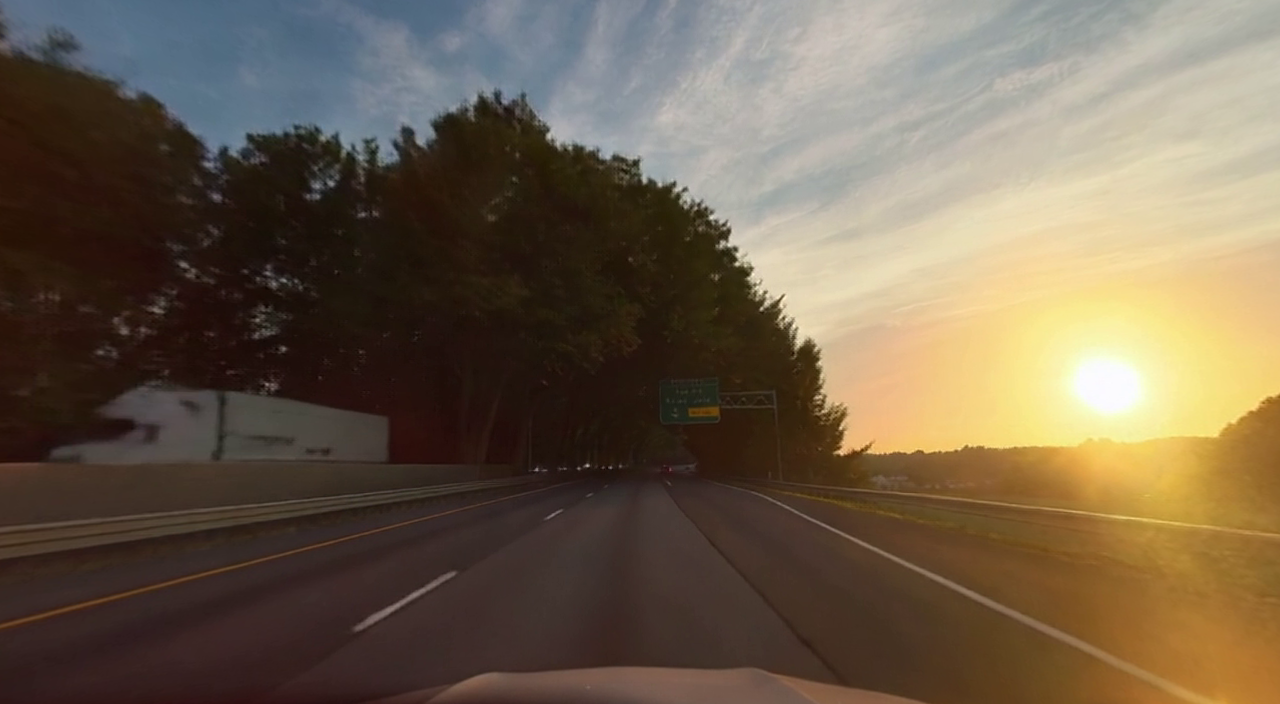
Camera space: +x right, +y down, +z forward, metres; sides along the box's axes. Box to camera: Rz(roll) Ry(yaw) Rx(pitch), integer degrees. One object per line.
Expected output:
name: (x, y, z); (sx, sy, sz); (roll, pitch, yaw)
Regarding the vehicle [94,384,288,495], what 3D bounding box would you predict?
vehicle: (-17.378, 3.583, 25.068); (3.016, 3.847, 5.834); (1, -10, 1)
